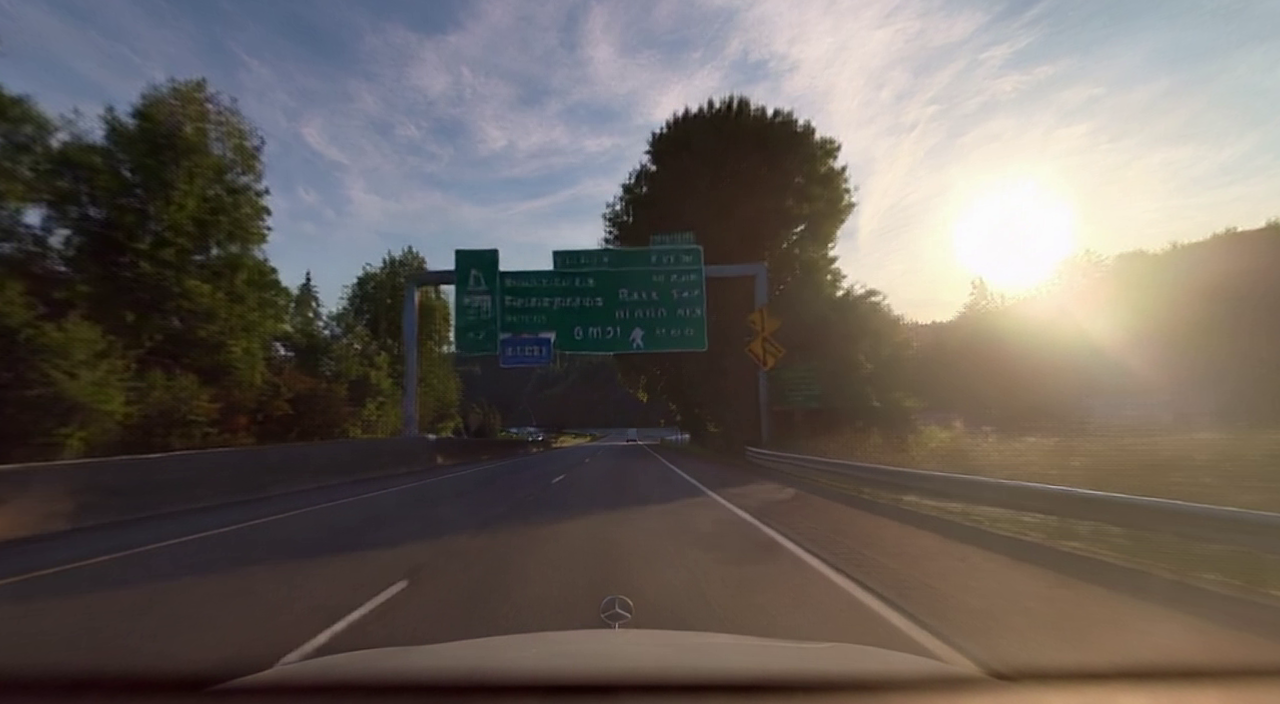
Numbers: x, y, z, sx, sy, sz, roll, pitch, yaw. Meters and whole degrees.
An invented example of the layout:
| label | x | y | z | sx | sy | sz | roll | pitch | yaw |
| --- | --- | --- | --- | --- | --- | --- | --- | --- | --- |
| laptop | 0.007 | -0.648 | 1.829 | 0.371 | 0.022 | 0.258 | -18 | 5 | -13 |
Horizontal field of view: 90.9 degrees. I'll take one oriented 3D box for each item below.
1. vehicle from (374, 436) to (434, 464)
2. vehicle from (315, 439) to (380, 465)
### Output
| label | x | y | z | sx | sy | sz | roll | pitch | yaw |
| --- | --- | --- | --- | --- | --- | --- | --- | --- | --- |
| vehicle | -13.227 | 5.499 | 35.504 | 1.880 | 1.455 | 3.792 | 0 | -8 | 0 |
| vehicle | -17.706 | 6.044 | 38.379 | 1.915 | 1.474 | 4.442 | 0 | -8 | -1 |
